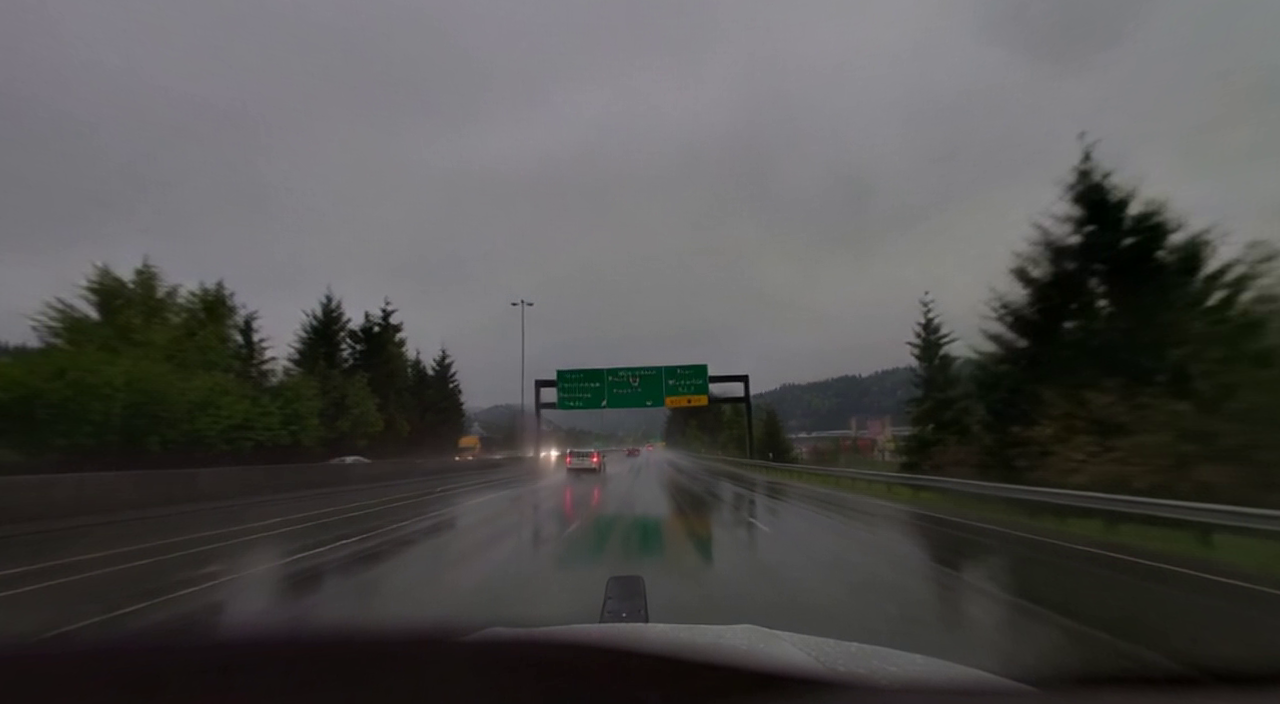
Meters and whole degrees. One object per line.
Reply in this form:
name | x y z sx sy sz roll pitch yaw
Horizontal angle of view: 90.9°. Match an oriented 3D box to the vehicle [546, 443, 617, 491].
vehicle | -1.985 4.085 22.623 1.936 1.545 4.116 -1 -9 3
